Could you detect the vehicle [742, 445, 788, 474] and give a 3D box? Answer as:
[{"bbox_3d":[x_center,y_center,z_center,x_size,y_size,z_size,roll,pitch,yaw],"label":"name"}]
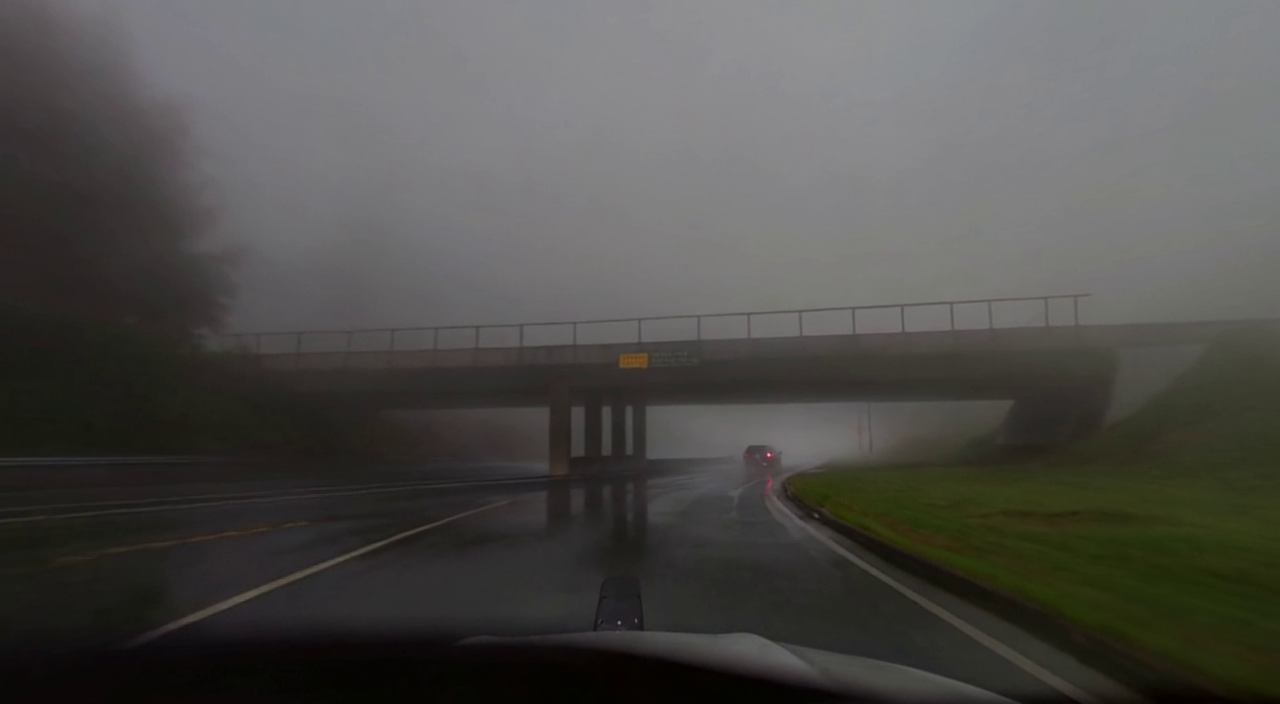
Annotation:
[{"bbox_3d":[6.809,5.809,34.021,1.980,1.449,3.650,-3,-9,18],"label":"vehicle"}]
